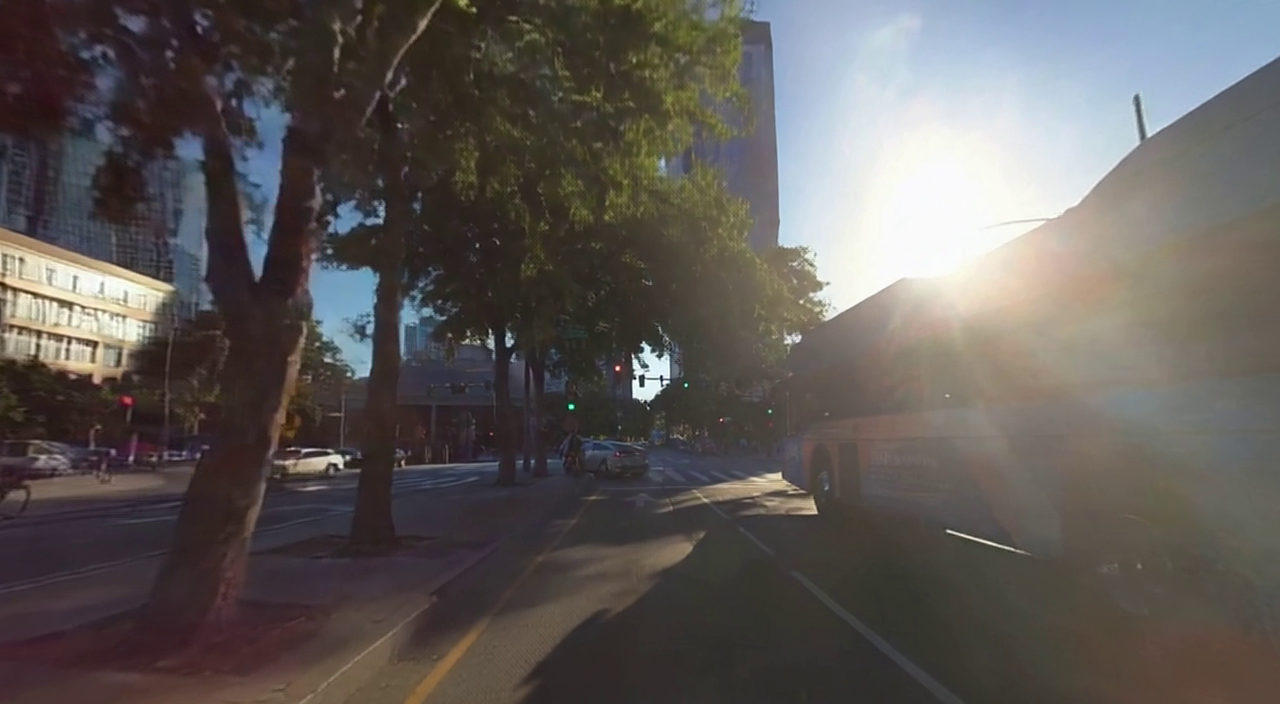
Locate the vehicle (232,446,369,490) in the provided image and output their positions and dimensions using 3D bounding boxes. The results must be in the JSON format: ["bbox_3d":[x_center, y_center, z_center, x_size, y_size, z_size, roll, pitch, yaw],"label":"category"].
[{"bbox_3d":[-13.292,4.526,25.030,1.816,1.490,4.417,-6,-9,29],"label":"vehicle"}]

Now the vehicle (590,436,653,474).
[{"bbox_3d":[-0.914,4.522,27.965,2.123,1.544,4.158,1,-8,-11],"label":"vehicle"}]

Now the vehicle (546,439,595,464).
[{"bbox_3d":[-4.440,6.250,39.813,2.036,1.467,3.979,3,-9,-21],"label":"vehicle"}]

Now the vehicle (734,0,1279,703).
[{"bbox_3d":[3.318,0.064,4.173,3.250,3.731,13.693,0,-8,0],"label":"vehicle"}]
